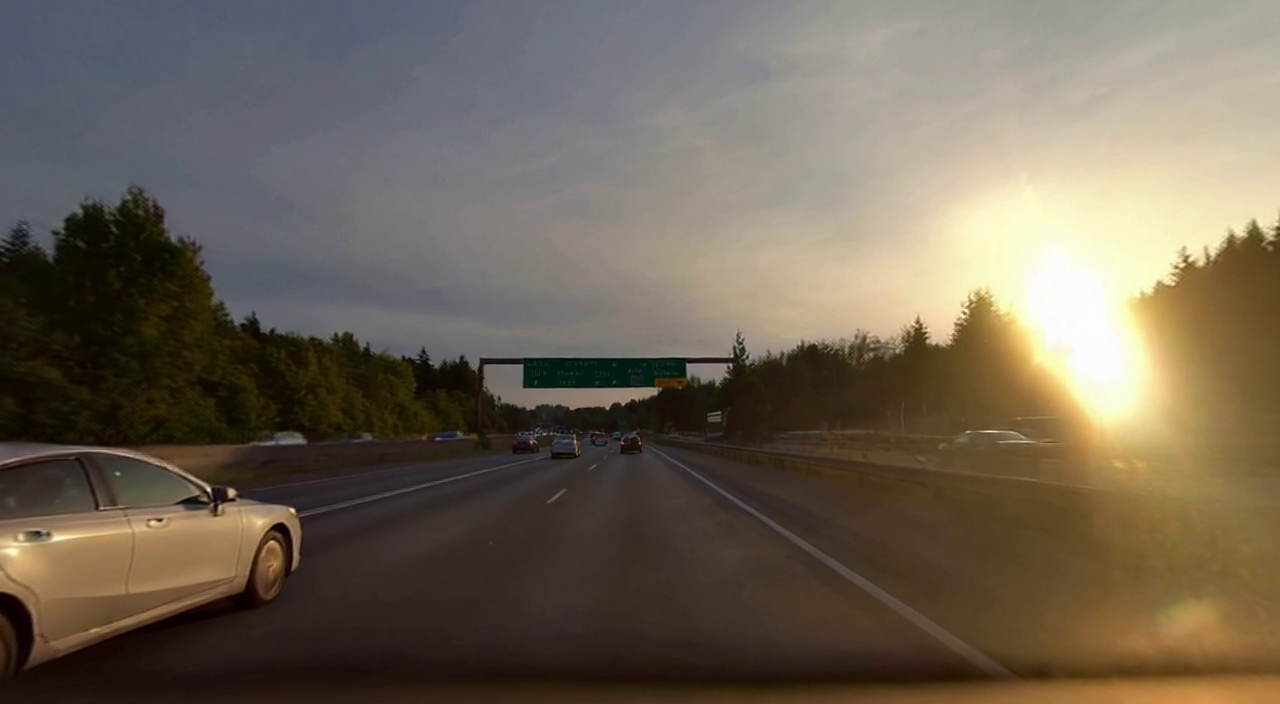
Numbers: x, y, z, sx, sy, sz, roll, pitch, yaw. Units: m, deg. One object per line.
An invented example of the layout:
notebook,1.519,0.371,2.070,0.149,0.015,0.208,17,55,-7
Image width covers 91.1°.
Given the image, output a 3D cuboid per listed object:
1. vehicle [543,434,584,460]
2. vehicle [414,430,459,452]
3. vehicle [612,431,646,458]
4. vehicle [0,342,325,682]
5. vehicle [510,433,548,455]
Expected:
vehicle,-4.359,5.466,36.403,1.909,1.445,4.087,0,-8,0
vehicle,-16.085,7.031,49.983,2.070,1.653,4.378,0,-8,0
vehicle,-0.658,5.778,39.516,2.002,1.611,3.778,0,-8,0
vehicle,-4.469,1.047,4.723,1.971,1.822,4.366,0,-8,-1
vehicle,-8.206,6.830,46.834,1.953,1.524,4.863,0,-8,0
